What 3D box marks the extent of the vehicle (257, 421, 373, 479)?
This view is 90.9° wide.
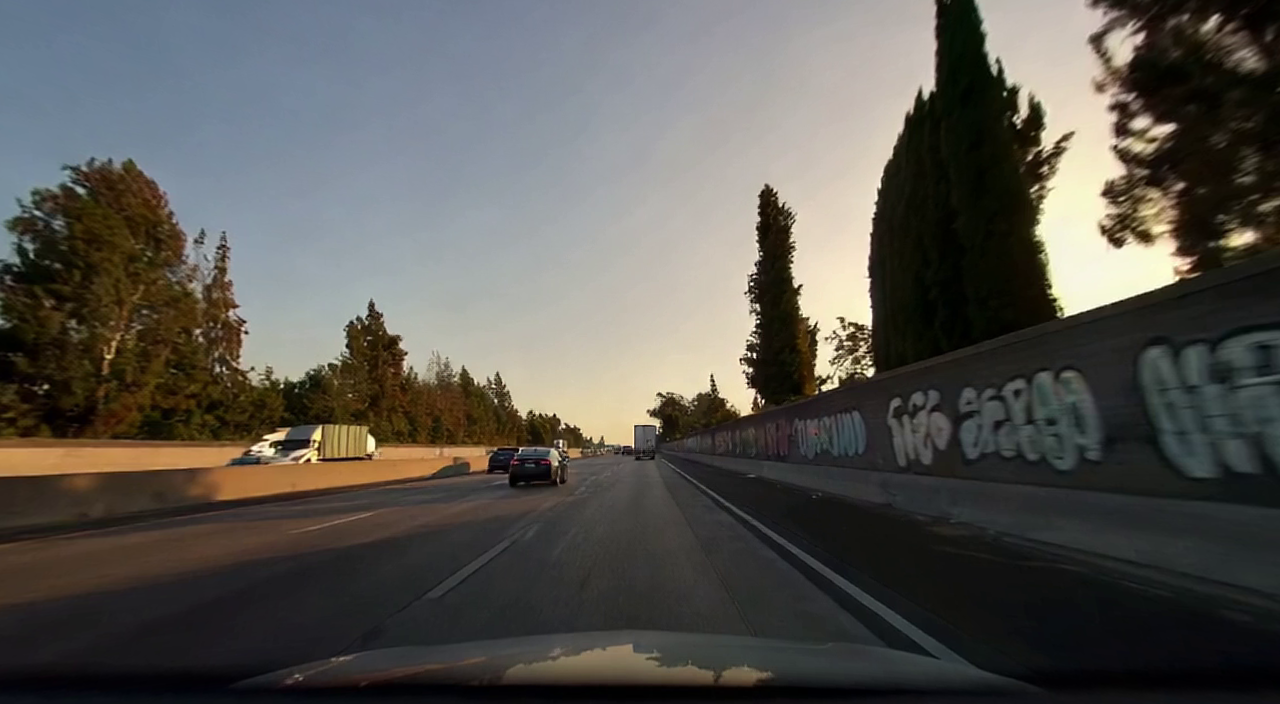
[{"bbox_3d":[-22.303,6.853,44.036,3.241,3.624,8.590,0,-9,1],"label":"vehicle"}]

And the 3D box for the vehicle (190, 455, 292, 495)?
[{"bbox_3d":[-14.567,4.499,23.211,1.654,1.325,3.111,0,-9,1],"label":"vehicle"}]

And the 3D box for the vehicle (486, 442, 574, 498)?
[{"bbox_3d":[-3.192,3.520,19.190,1.803,1.466,4.509,0,-9,1],"label":"vehicle"}]
